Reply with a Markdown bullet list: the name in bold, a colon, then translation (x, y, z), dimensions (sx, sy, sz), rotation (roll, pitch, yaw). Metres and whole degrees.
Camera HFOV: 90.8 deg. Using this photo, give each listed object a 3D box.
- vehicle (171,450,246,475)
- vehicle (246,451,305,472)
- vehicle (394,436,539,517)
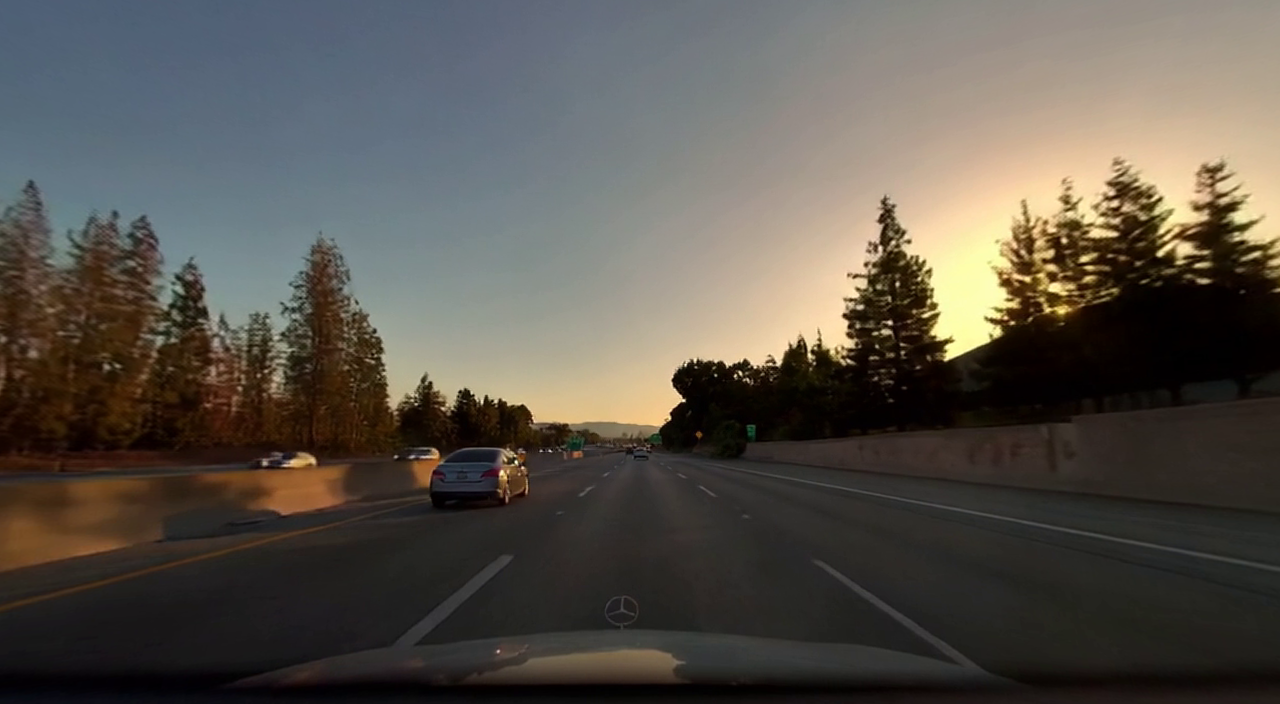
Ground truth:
- **vehicle**: translation (-32.550, 8.312, 47.831), dimensions (1.999, 1.728, 5.171), rotation (0, -9, 0)
- **vehicle**: translation (-28.064, 8.432, 48.789), dimensions (1.799, 1.513, 4.499), rotation (0, -9, 1)
- **vehicle**: translation (-3.682, 2.727, 14.361), dimensions (2.050, 1.547, 4.266), rotation (0, -9, 0)
